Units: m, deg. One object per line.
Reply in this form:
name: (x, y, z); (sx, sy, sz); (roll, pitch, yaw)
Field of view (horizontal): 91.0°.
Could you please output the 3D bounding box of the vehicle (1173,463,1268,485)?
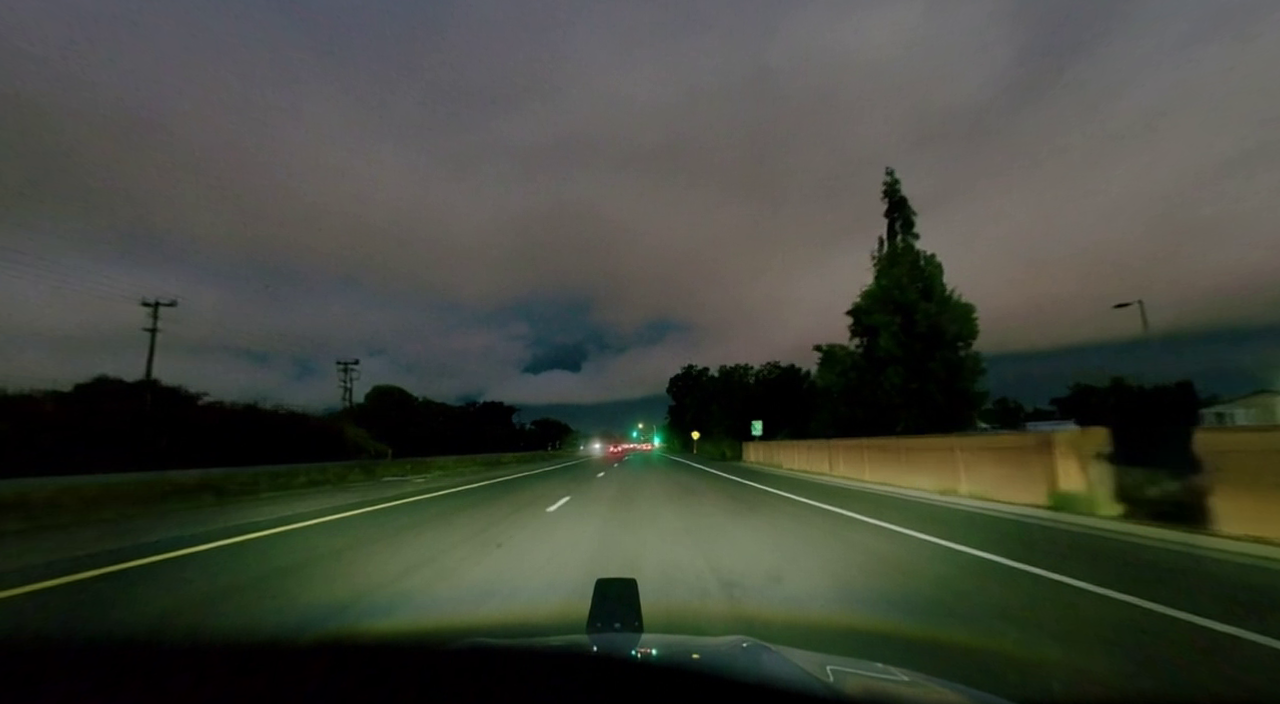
vehicle: (43.308, 9.117, 47.102); (4.674, 1.526, 1.950); (-3, -9, 18)
